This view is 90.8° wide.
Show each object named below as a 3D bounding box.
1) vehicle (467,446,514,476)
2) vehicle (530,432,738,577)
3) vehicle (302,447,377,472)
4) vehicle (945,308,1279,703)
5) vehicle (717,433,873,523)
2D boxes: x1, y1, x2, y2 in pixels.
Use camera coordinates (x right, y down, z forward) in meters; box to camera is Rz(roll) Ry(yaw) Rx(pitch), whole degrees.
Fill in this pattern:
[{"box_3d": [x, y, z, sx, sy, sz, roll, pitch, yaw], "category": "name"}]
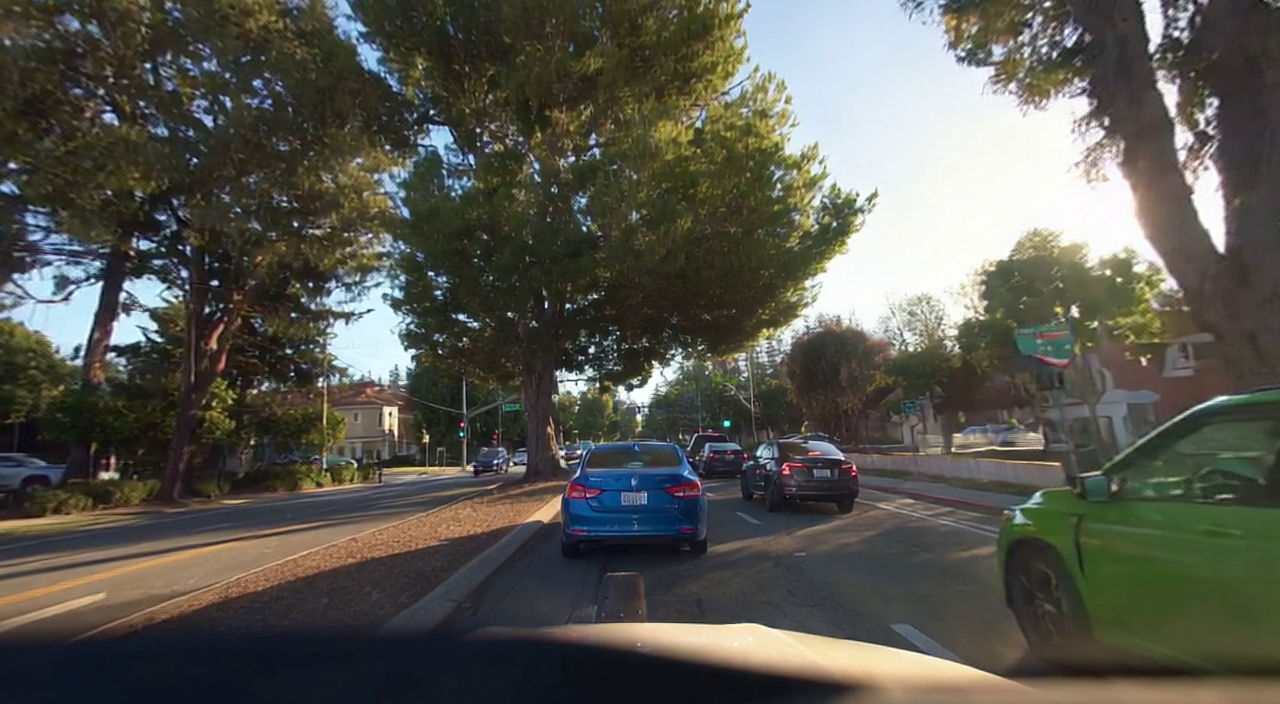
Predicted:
[{"box_3d": [-9.253, 6.768, 39.413, 1.996, 1.680, 4.203, -2, -8, -2], "category": "vehicle"}, {"box_3d": [-0.108, 1.913, 8.782, 2.186, 1.500, 4.141, 0, -8, -1], "category": "vehicle"}, {"box_3d": [-19.862, 7.098, 41.864, 3.957, 1.630, 1.881, 0, -8, 0], "category": "vehicle"}, {"box_3d": [3.375, 0.765, 2.602, 2.006, 1.766, 4.345, 0, -8, 0], "category": "vehicle"}, {"box_3d": [2.944, 2.503, 13.129, 1.971, 1.517, 4.521, 0, -8, -2], "category": "vehicle"}]
